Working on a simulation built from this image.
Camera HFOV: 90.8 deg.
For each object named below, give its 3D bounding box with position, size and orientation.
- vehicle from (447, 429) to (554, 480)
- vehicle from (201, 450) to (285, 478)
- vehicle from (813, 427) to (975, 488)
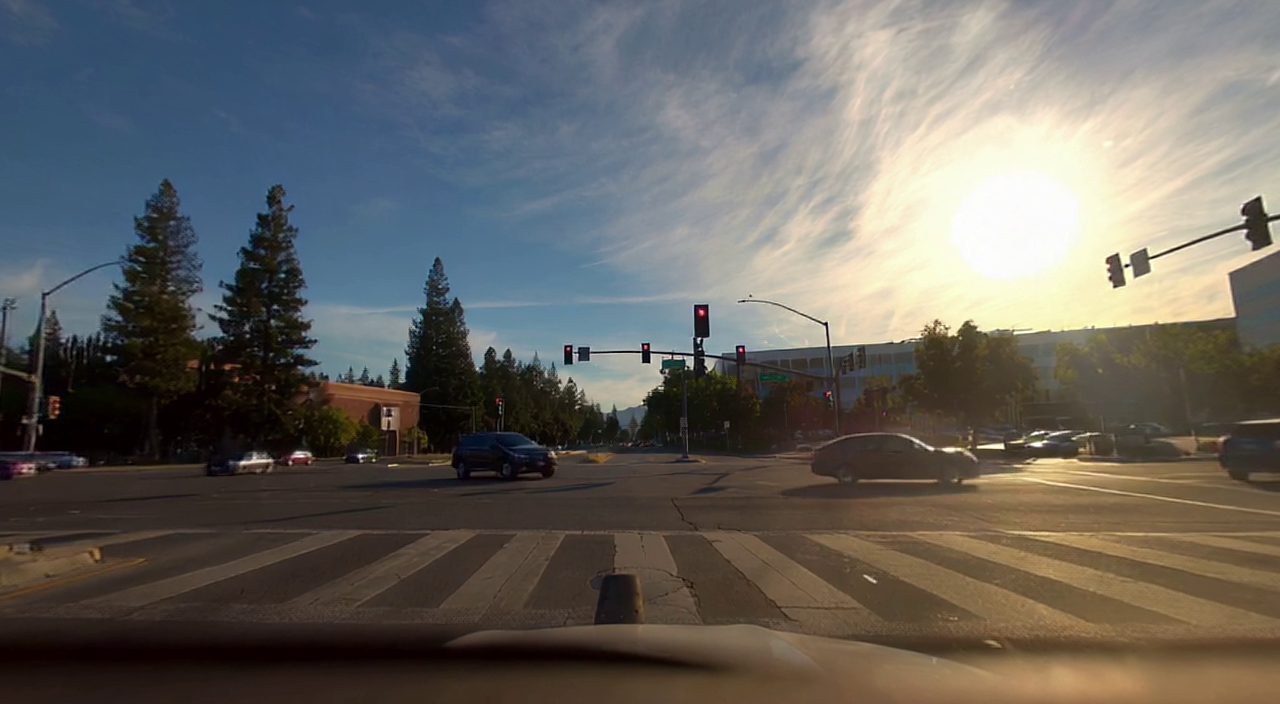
[{"bbox_3d":[-6.154,4.402,27.468,2.223,1.972,5.310,7,-11,-41],"label":"vehicle"},{"bbox_3d":[-23.130,6.519,37.031,1.909,1.473,4.571,0,-8,1],"label":"vehicle"},{"bbox_3d":[7.409,3.134,18.922,4.180,1.678,1.982,-2,-9,13],"label":"vehicle"}]
